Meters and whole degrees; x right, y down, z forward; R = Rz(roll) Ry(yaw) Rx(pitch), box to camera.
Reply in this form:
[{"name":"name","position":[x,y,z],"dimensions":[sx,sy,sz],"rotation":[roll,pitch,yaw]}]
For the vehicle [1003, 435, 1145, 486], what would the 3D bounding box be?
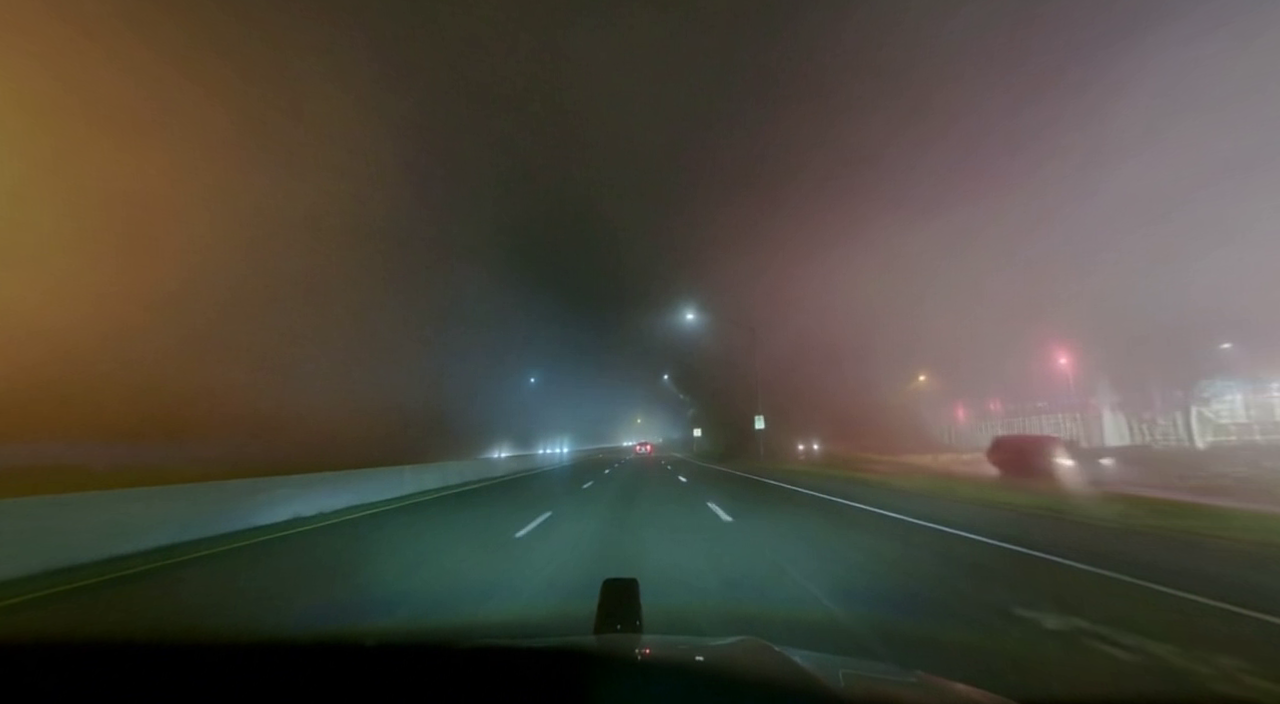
[{"name":"vehicle","position":[16.106,4.035,23.734],"dimensions":[2.037,1.718,4.610],"rotation":[0,-9,0]}]
